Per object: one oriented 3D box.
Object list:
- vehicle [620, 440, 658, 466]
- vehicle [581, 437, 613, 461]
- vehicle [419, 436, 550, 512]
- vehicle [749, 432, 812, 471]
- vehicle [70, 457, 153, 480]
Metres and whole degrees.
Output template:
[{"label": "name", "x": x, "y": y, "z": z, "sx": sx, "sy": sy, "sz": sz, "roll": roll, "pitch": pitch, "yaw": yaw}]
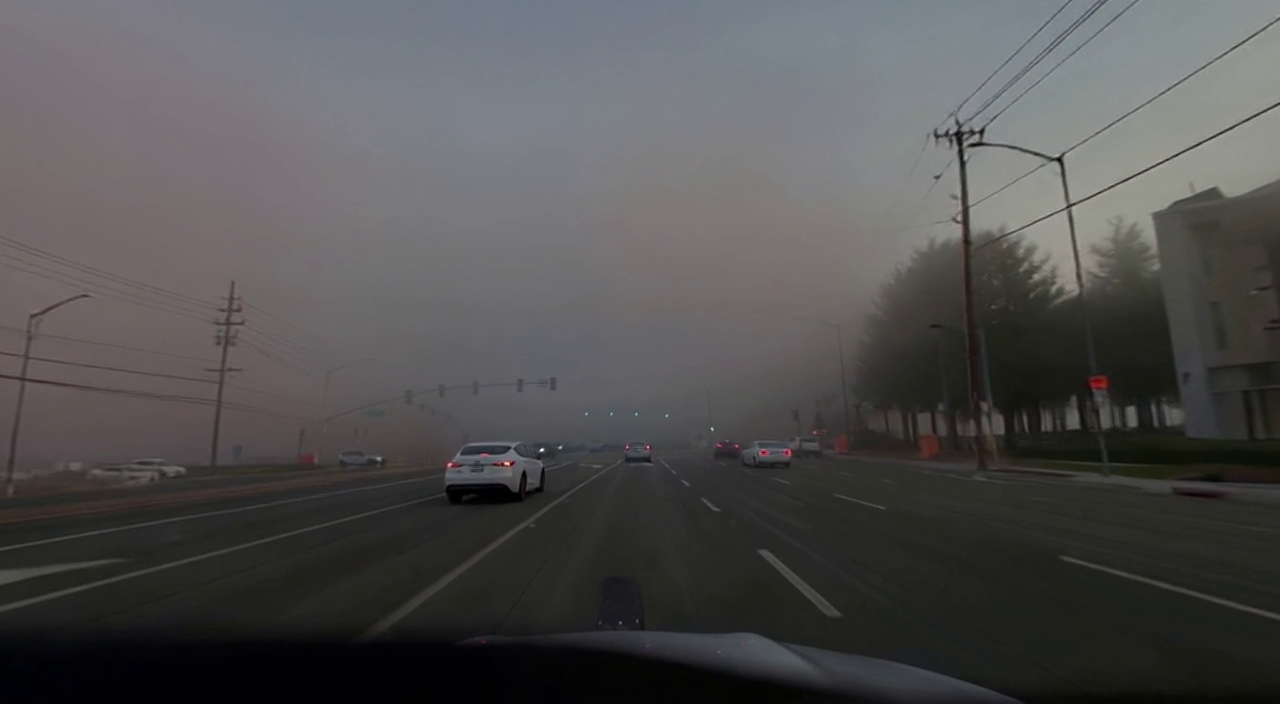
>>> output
[{"label": "vehicle", "x": -0.078, "y": 5.925, "z": 37.085, "sx": 2.098, "sy": 1.431, "sz": 3.958, "roll": 0, "pitch": -8, "yaw": 0}, {"label": "vehicle", "x": -3.250, "y": 7.462, "z": 48.724, "sx": 2.033, "sy": 1.714, "sz": 4.278, "roll": 0, "pitch": -8, "yaw": 1}, {"label": "vehicle", "x": -3.320, "y": 2.681, "z": 14.434, "sx": 1.837, "sy": 1.463, "sz": 4.311, "roll": 0, "pitch": -8, "yaw": 1}, {"label": "vehicle", "x": 6.588, "y": 4.699, "z": 30.097, "sx": 1.945, "sy": 1.706, "sz": 4.190, "roll": 0, "pitch": -8, "yaw": -2}, {"label": "vehicle", "x": -40.132, "y": 8.824, "z": 48.019, "sx": 4.488, "sy": 1.463, "sz": 1.905, "roll": -2, "pitch": -8, "yaw": -5}]
